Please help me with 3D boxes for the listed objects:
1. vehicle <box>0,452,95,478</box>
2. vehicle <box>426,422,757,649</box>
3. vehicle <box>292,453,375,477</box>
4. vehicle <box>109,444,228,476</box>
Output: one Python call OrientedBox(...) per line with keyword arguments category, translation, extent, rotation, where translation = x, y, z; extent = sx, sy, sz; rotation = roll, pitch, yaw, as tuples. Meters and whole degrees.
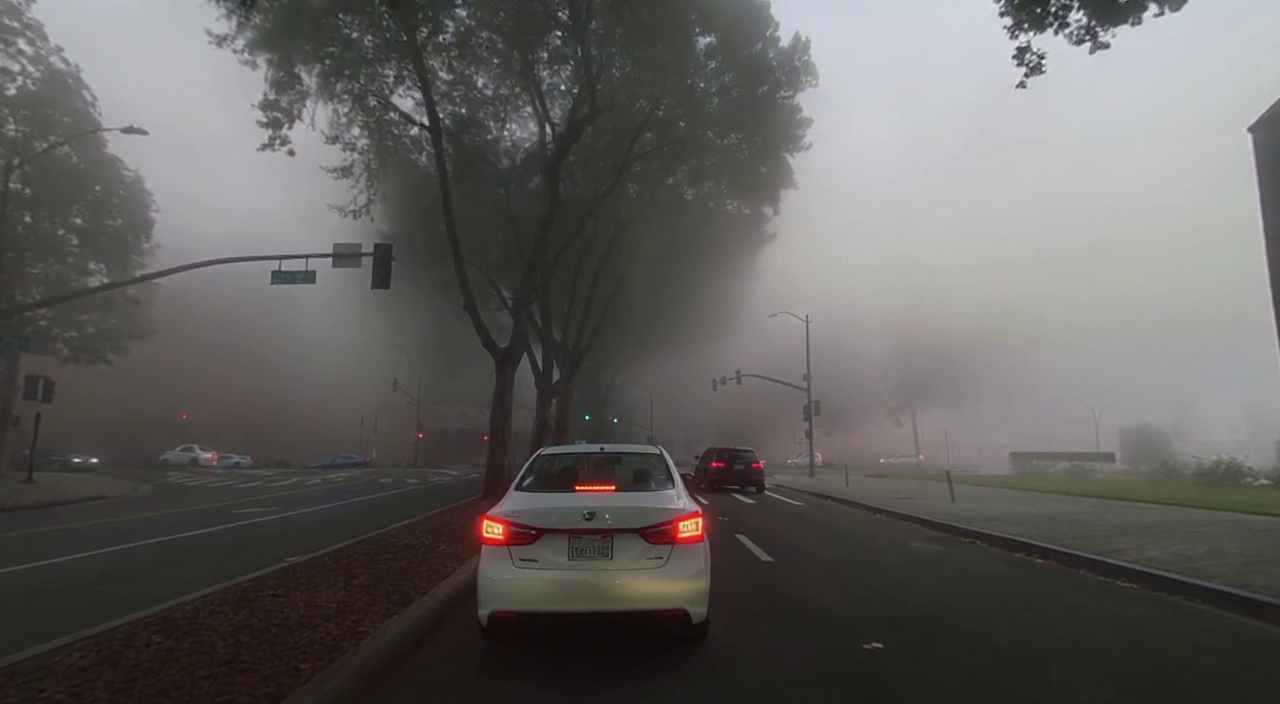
OrientedBox(category="vehicle", translation=(-35.679, 6.718, 37.758), extent=(4.199, 1.432, 1.727), rotation=(2, -9, -12))
OrientedBox(category="vehicle", translation=(-0.333, 1.533, 6.371), extent=(2.173, 1.479, 4.264), rotation=(0, -9, 0))
OrientedBox(category="vehicle", translation=(-19.954, 7.340, 41.316), extent=(4.548, 1.449, 1.802), rotation=(2, -9, -13))
OrientedBox(category="vehicle", translation=(-26.635, 6.094, 35.864), extent=(4.877, 1.754, 1.978), rotation=(2, -9, -12))
